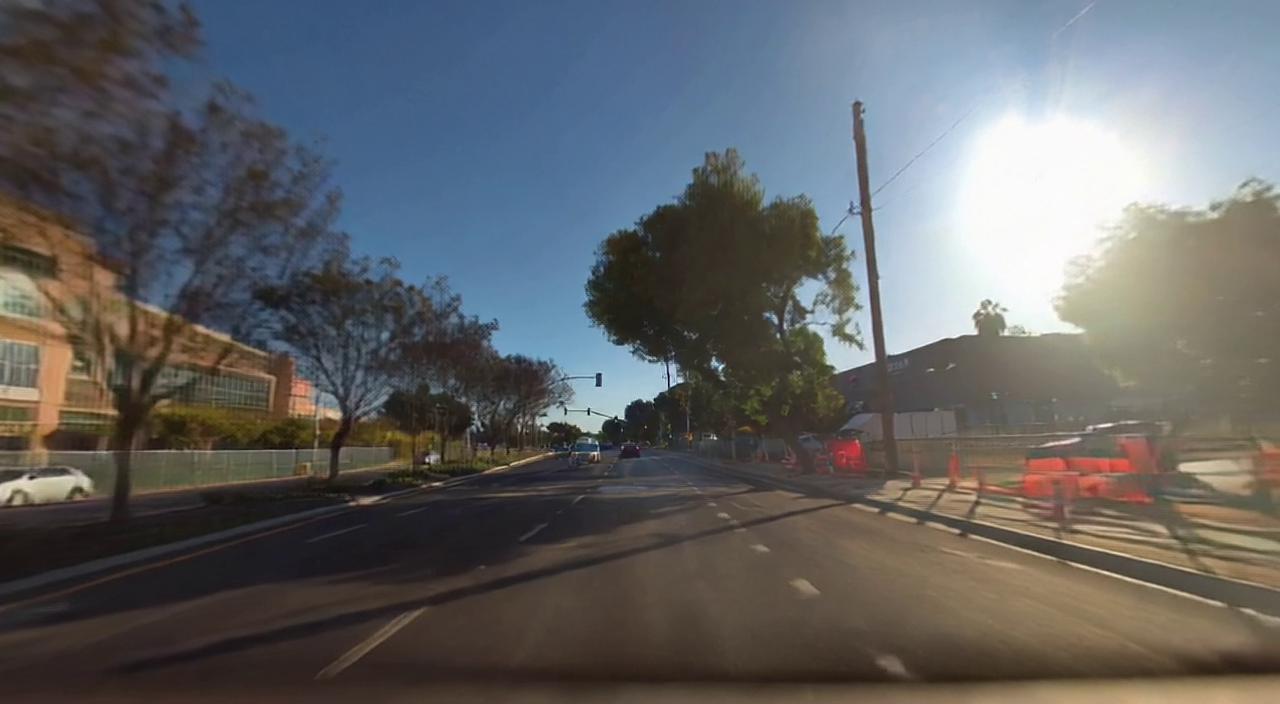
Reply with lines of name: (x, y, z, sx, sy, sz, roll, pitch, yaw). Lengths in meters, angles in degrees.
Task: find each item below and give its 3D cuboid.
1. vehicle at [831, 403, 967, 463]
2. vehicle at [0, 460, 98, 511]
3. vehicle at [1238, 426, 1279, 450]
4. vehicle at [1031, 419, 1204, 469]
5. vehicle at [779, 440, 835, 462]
vehicle: (15.542, 4.935, 38.261, 6.641, 3.391, 3.387, 0, -9, -4)
vehicle: (-23.662, 5.021, 23.956, 1.957, 1.672, 4.743, 0, -8, -1)
vehicle: (39.197, 5.356, 39.066, 1.757, 1.439, 3.615, -4, -9, 21)
vehicle: (16.773, 3.256, 22.308, 4.450, 1.643, 1.996, 0, -8, -1)
vehicle: (12.478, 7.406, 47.453, 1.948, 1.466, 4.520, -1, -7, -16)
